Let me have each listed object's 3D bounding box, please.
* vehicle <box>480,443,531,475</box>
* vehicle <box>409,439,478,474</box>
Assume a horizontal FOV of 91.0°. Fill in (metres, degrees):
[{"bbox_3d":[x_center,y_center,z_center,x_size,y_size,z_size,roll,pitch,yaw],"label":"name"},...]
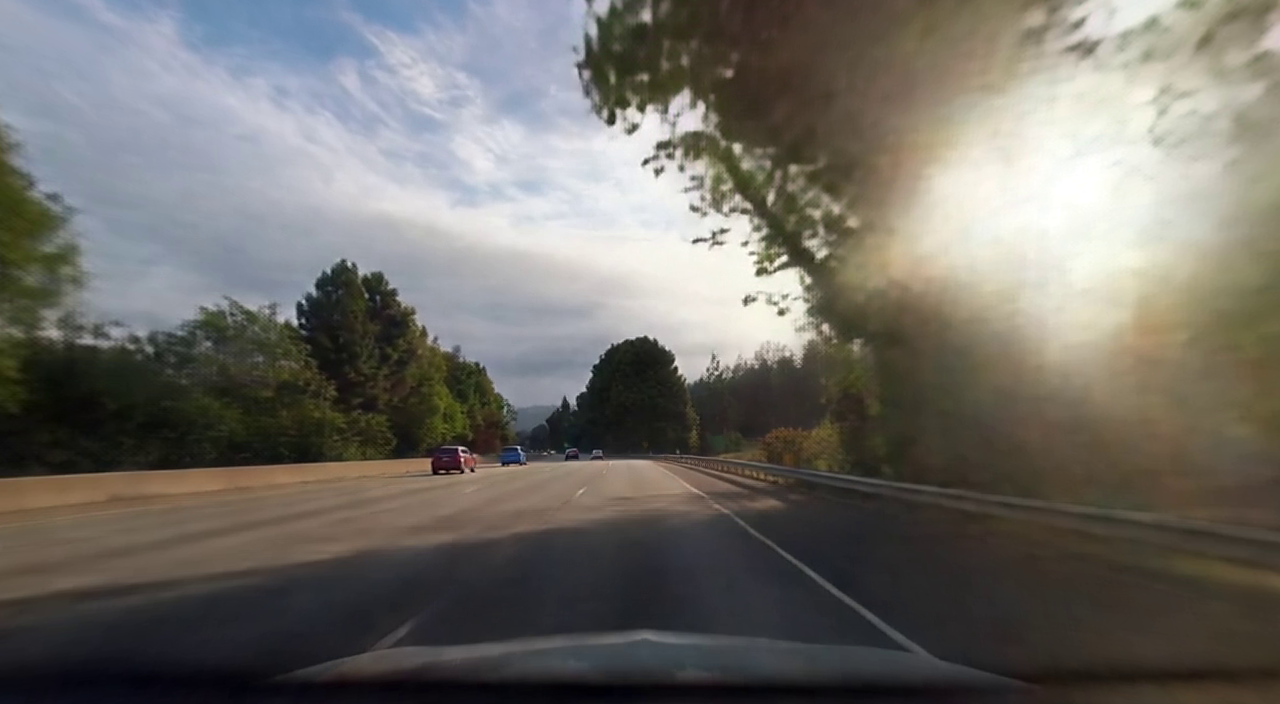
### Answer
[{"bbox_3d":[-7.619,6.078,36.032,2.060,1.680,4.255,0,-9,-1],"label":"vehicle"},{"bbox_3d":[-11.665,6.247,37.888,2.425,1.926,5.584,0,-9,-1],"label":"vehicle"}]
